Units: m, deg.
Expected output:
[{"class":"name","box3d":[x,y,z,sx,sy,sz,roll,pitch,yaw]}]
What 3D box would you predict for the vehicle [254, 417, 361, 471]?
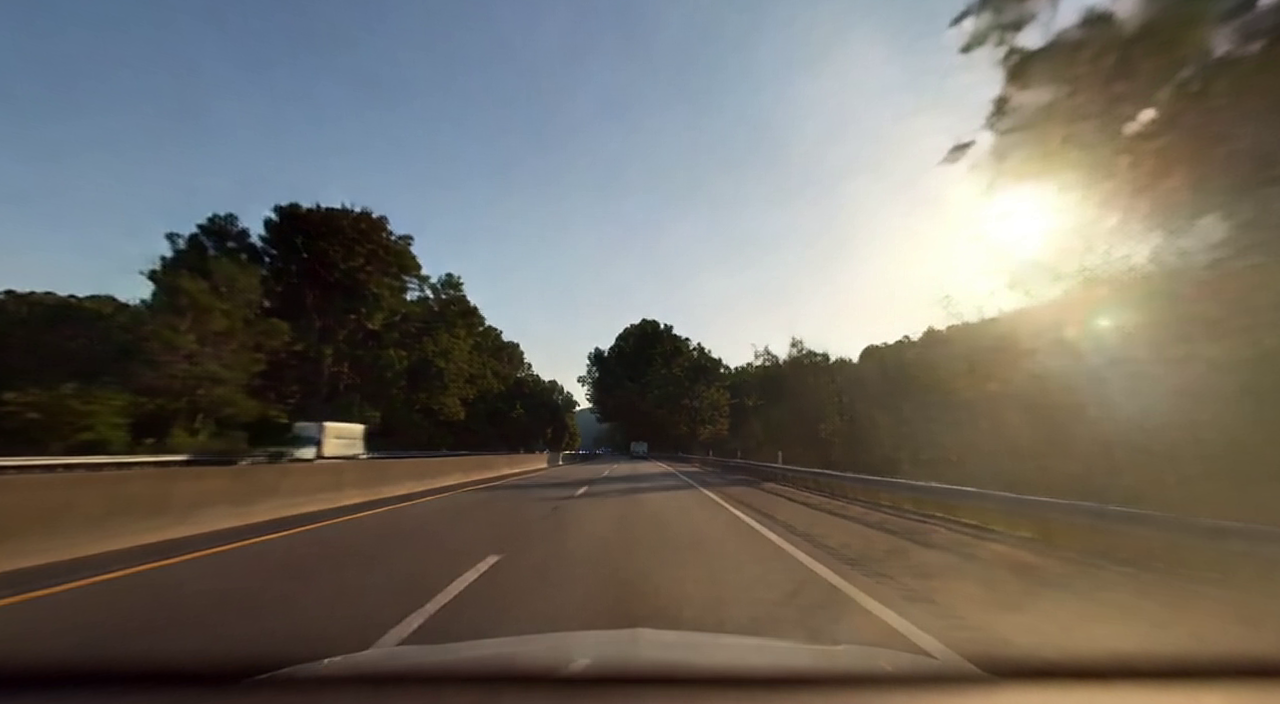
[{"class":"vehicle","box3d":[-16.283,4.600,31.326,2.300,2.421,5.411,0,-9,0]}]
